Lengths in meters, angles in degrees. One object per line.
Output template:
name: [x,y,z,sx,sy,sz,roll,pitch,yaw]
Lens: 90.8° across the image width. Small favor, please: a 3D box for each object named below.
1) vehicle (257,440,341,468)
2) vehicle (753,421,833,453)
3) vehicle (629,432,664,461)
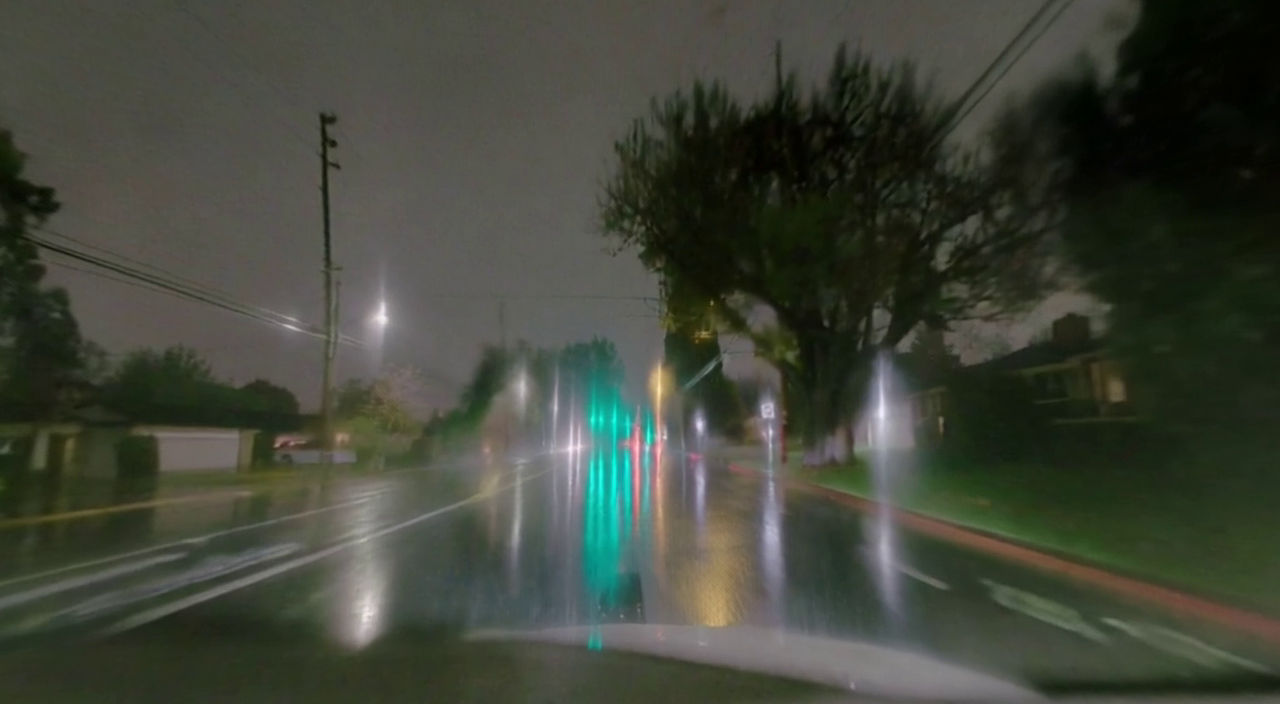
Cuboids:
vehicle: [-21.376,6.416,39.734,4.206,1.721,1.807,0,-8,0]
vehicle: [11.959,6.675,49.590,5.577,2.450,2.199,0,-8,-4]
vehicle: [0.391,6.383,42.696,2.215,1.799,4.426,0,-8,-2]
